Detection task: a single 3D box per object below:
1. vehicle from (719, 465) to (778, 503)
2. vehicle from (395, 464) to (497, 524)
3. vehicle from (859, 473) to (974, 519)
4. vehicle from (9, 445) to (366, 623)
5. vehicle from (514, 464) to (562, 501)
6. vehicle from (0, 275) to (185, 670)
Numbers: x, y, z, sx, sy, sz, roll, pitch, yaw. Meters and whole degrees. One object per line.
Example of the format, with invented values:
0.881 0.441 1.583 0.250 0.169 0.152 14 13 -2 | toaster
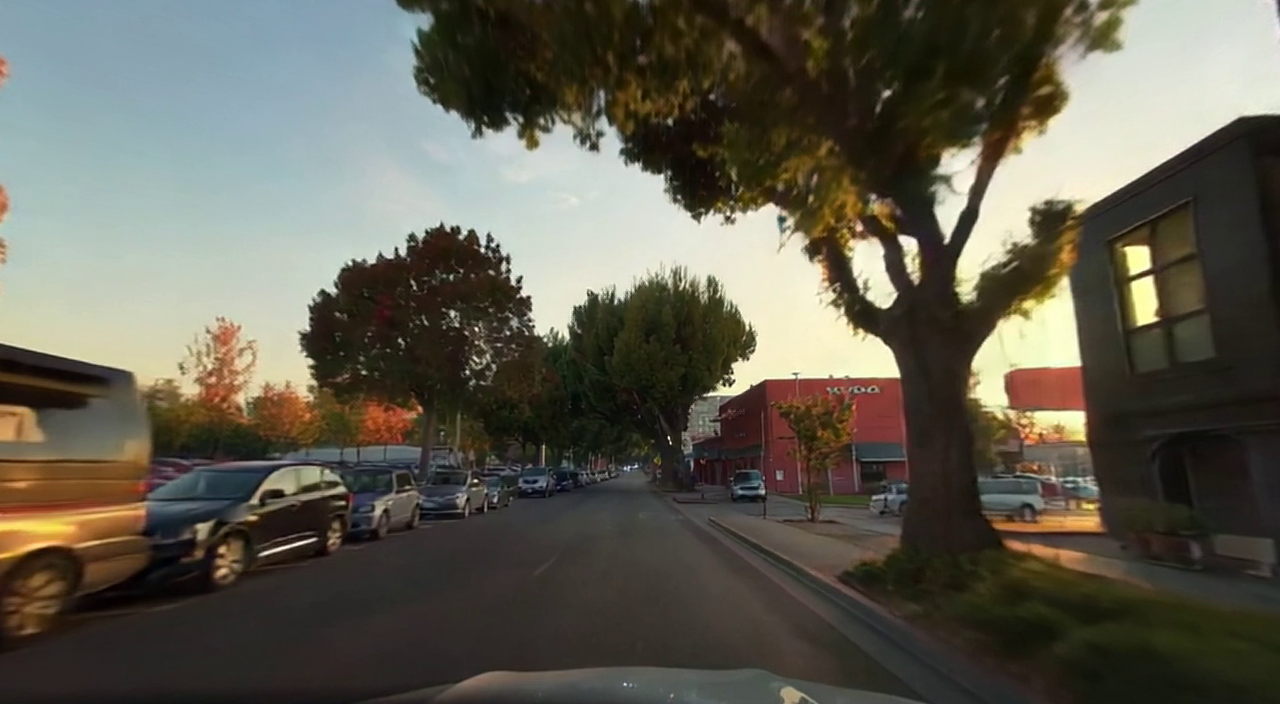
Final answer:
5.545 6.849 32.814 2.054 1.779 4.650 1 -11 -3 | vehicle
-5.963 4.419 19.962 1.957 1.634 4.164 1 -11 -1 | vehicle
10.135 5.322 23.562 1.926 1.469 4.654 2 -11 -4 | vehicle
-5.617 2.197 8.684 1.848 1.683 4.208 -4 -8 -1 | vehicle
-6.124 7.908 38.420 2.196 2.001 5.548 1 -11 -2 | vehicle
-5.660 0.585 3.081 2.526 2.655 5.480 0 -11 1 | vehicle
